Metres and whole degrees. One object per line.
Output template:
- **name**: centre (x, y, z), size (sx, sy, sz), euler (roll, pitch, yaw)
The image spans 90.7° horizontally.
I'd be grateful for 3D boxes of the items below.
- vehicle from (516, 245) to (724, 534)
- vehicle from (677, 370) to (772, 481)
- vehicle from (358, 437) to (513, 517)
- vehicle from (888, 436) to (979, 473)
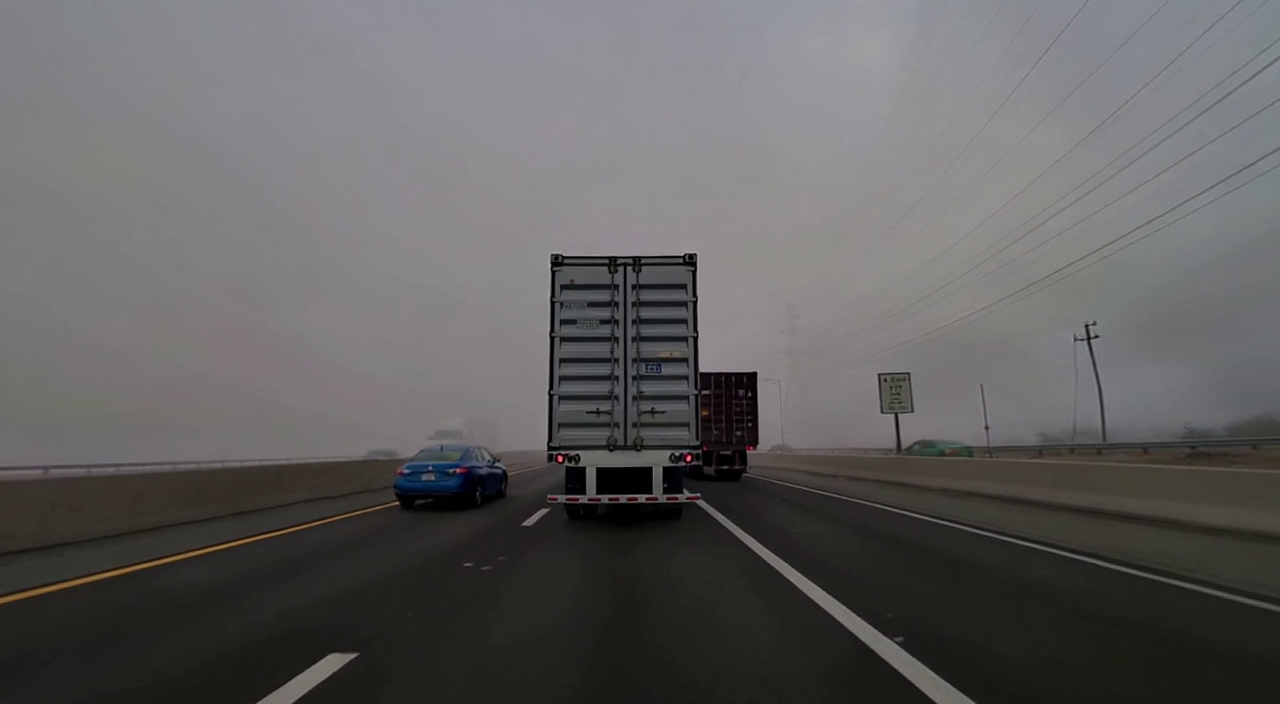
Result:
- **vehicle**: centre (-0.325, 1.356, 14.911), size (2.841, 4.071, 12.046), euler (0, -9, 0)
- **vehicle**: centre (3.397, 3.441, 28.432), size (2.846, 4.053, 10.304), euler (-1, -9, 0)
- **vehicle**: centre (-4.322, 2.710, 14.280), size (1.993, 1.475, 4.540), euler (0, -9, 0)
- **vehicle**: centre (13.412, 4.709, 29.276), size (2.020, 1.546, 4.336), euler (0, -9, -2)
